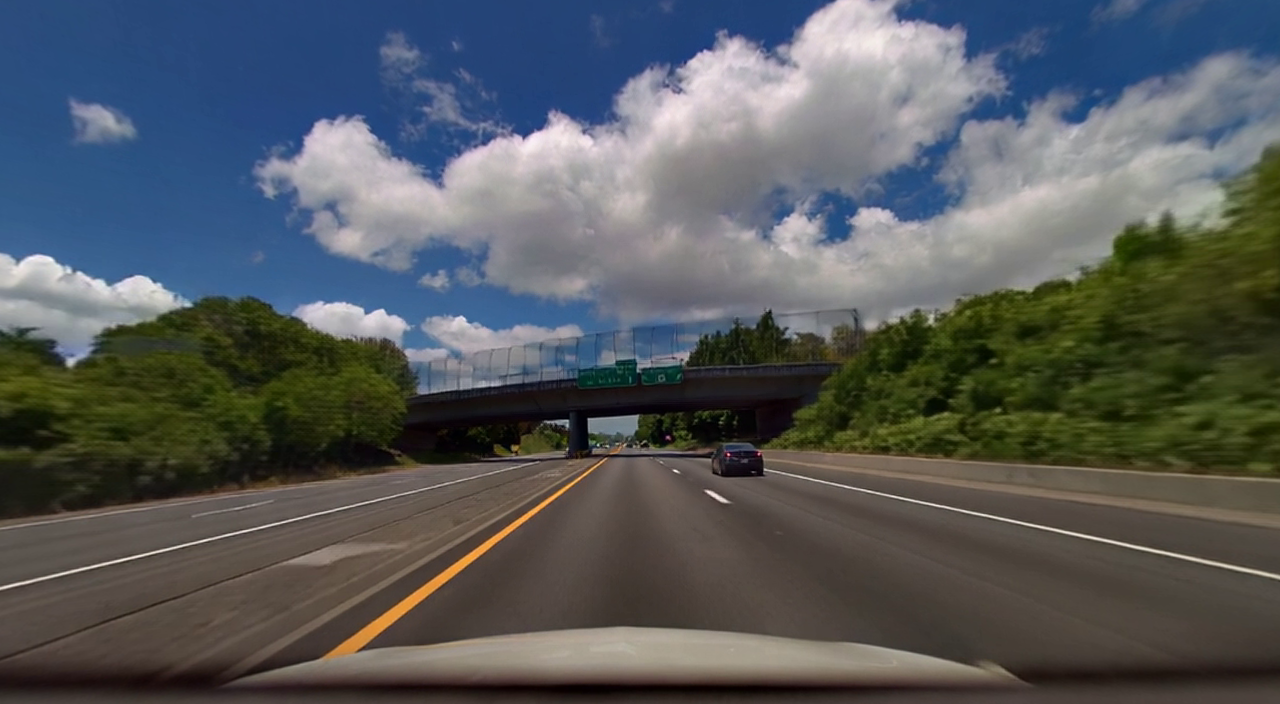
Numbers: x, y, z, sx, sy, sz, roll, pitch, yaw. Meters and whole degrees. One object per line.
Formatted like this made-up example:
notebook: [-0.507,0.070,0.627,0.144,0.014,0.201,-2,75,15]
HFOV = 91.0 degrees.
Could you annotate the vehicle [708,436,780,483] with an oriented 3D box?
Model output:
vehicle: [3.512,3.694,21.904,1.781,1.470,3.540,0,-8,-1]
